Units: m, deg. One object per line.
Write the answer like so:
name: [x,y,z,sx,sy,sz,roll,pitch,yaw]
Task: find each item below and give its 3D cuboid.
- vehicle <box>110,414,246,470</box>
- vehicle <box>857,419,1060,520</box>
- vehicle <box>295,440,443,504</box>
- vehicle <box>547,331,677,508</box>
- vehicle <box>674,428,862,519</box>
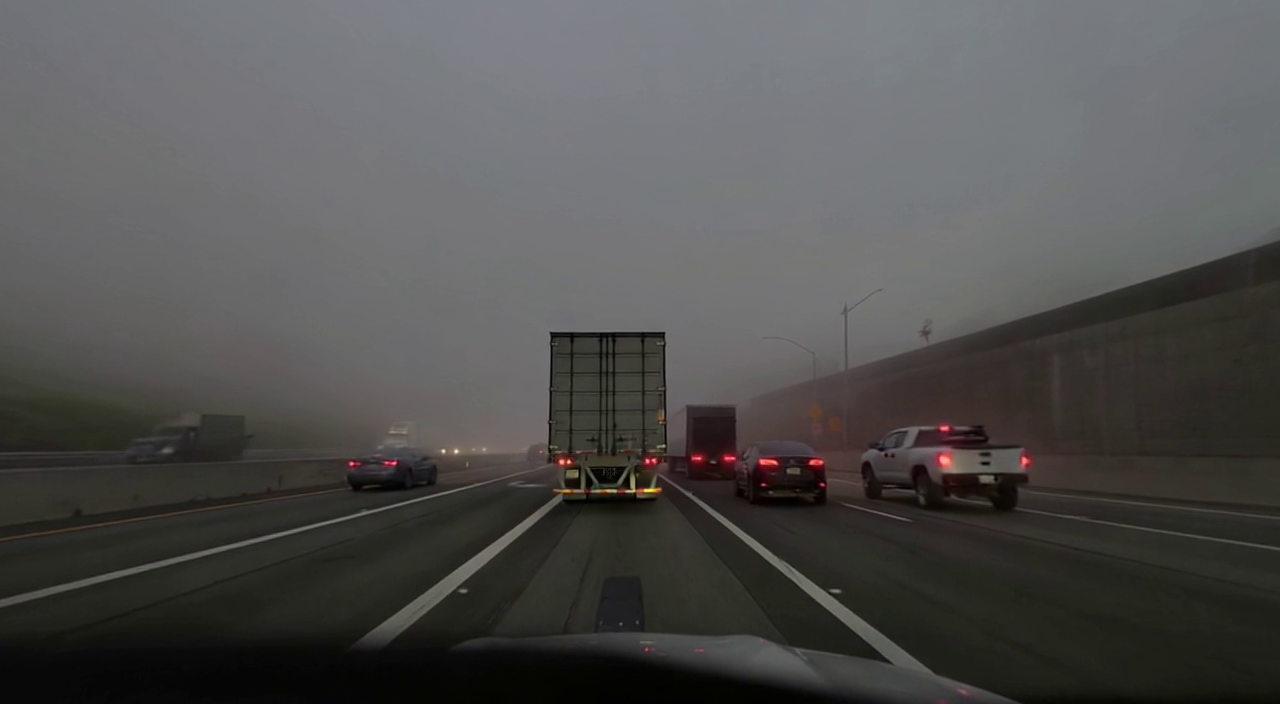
vehicle: [-23.701,4.710,32.851,2.694,2.597,5.906,0,-9,-2]
vehicle: [6.885,2.590,14.388,2.070,1.888,4.546,0,-9,-2]
vehicle: [-7.142,3.194,17.308,1.973,1.471,4.779,0,-9,0]
vehicle: [-0.668,2.312,19.795,2.906,4.040,10.743,0,-9,0]
vehicle: [3.180,3.759,21.115,2.869,1.940,14.755,0,-9,-2]
